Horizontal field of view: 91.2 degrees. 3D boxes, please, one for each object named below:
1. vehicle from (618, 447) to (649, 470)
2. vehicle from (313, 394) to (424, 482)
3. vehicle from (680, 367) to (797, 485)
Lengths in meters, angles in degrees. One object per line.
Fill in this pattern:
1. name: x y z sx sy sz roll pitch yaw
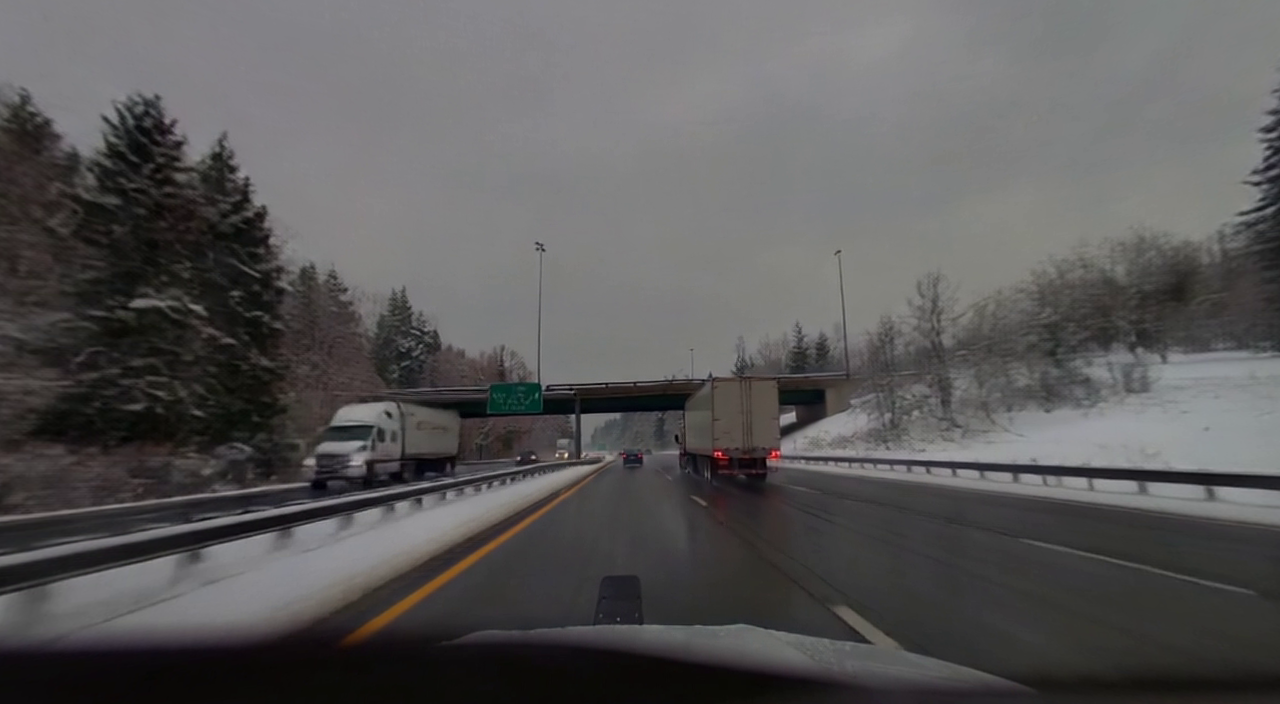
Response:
1. vehicle: -0.468 7.131 42.221 1.961 1.454 3.755 0 -9 -1
2. vehicle: -13.950 4.550 32.888 2.872 4.094 6.767 1 -9 -2
3. vehicle: 4.051 3.769 30.084 2.956 4.281 14.327 0 -9 -1
